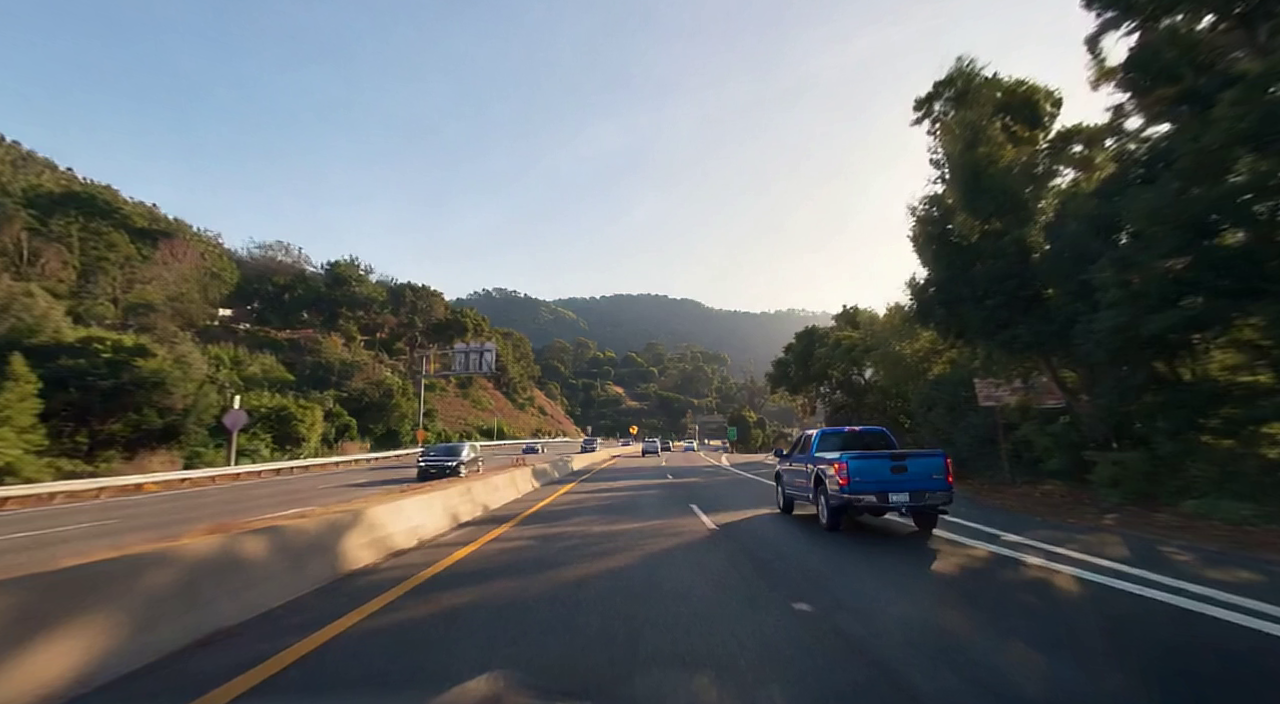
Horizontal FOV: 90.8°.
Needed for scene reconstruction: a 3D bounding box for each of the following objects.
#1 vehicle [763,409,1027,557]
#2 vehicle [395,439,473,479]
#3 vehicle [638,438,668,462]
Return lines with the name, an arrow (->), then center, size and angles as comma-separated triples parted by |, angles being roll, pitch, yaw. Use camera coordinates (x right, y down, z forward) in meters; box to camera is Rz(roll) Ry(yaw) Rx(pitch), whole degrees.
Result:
vehicle -> 3.494, 1.915, 9.938 | 2.151, 1.744, 4.709 | 0, -9, 0
vehicle -> -9.961, 5.198, 31.012 | 2.131, 1.773, 4.837 | 0, -9, 0
vehicle -> 1.015, 7.570, 49.003 | 2.186, 1.782, 4.100 | 0, -9, 1
